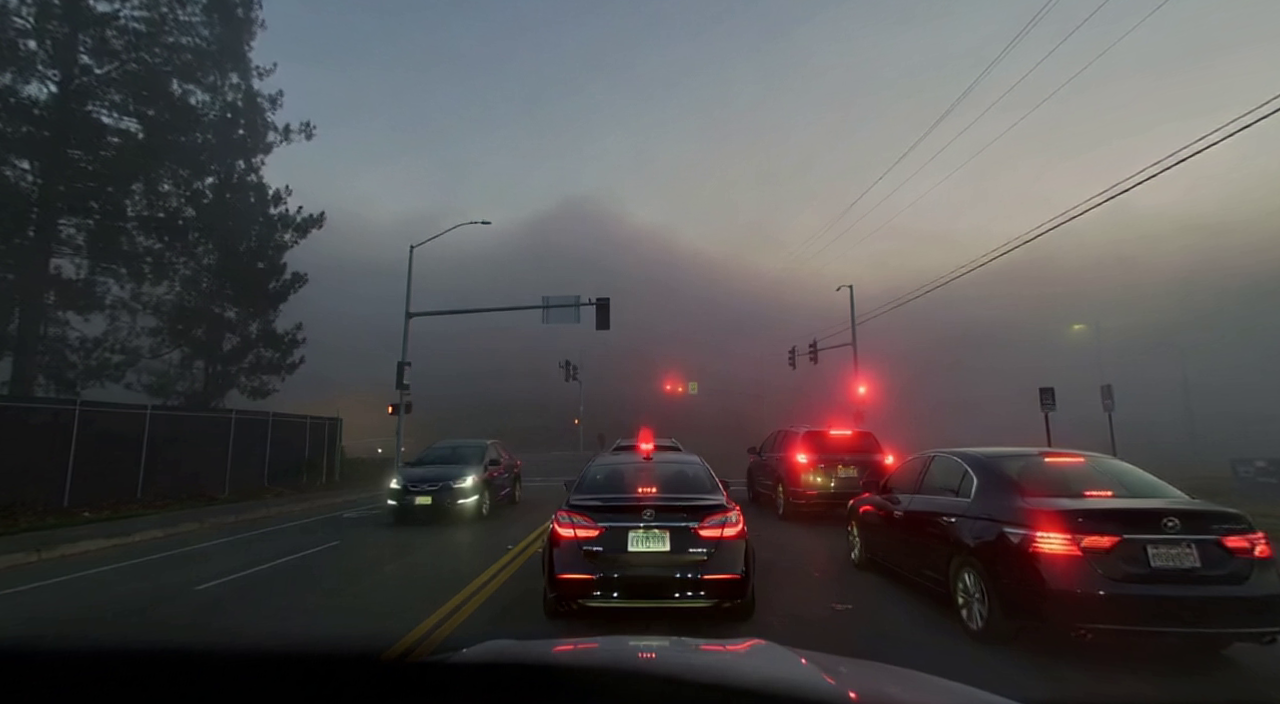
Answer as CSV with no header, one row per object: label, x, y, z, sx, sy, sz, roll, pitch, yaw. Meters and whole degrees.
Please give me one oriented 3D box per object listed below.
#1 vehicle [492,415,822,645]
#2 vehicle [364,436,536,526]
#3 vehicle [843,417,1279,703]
vehicle,0.075,1.498,6.413,2.170,1.497,4.369,0,-8,-1
vehicle,-3.529,2.474,12.739,1.959,1.456,4.488,0,-8,2
vehicle,3.091,1.240,4.134,2.027,1.432,4.431,0,-8,0
